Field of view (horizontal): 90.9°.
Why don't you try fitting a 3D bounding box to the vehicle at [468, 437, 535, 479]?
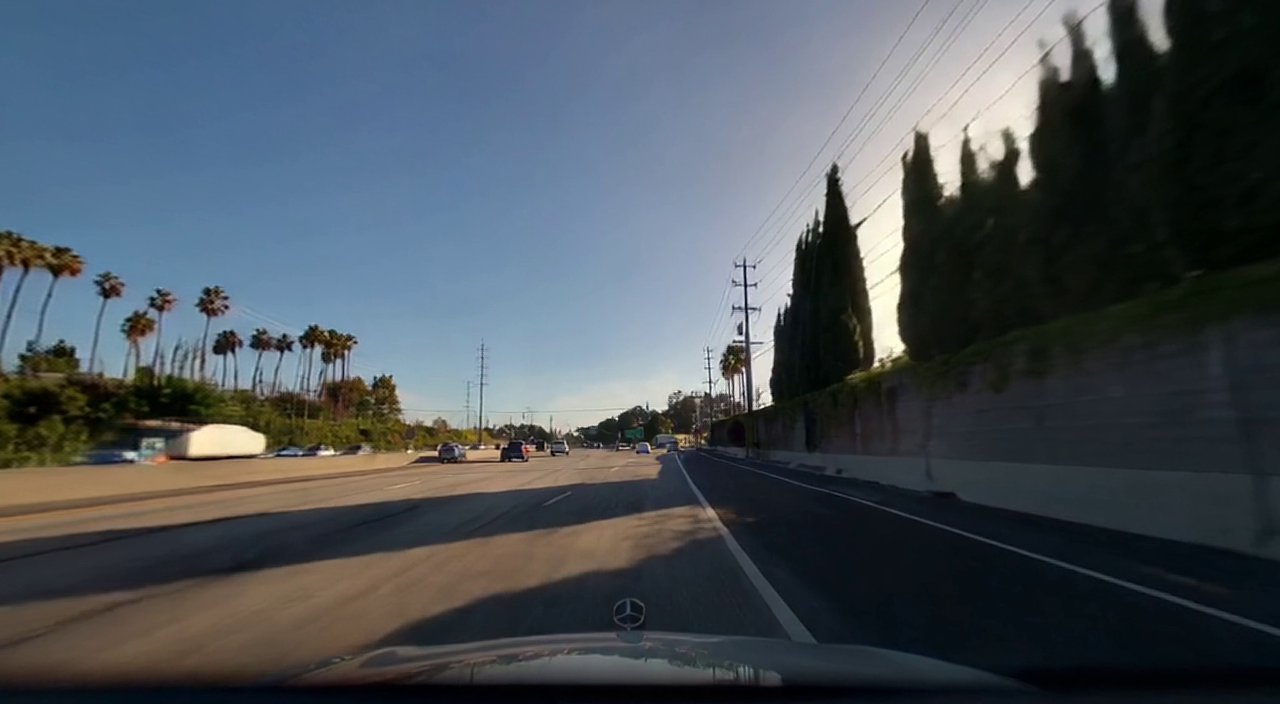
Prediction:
[{"bbox_3d":[-5.763,4.427,26.656,2.029,1.609,3.935,0,-8,-2],"label":"vehicle"}]
